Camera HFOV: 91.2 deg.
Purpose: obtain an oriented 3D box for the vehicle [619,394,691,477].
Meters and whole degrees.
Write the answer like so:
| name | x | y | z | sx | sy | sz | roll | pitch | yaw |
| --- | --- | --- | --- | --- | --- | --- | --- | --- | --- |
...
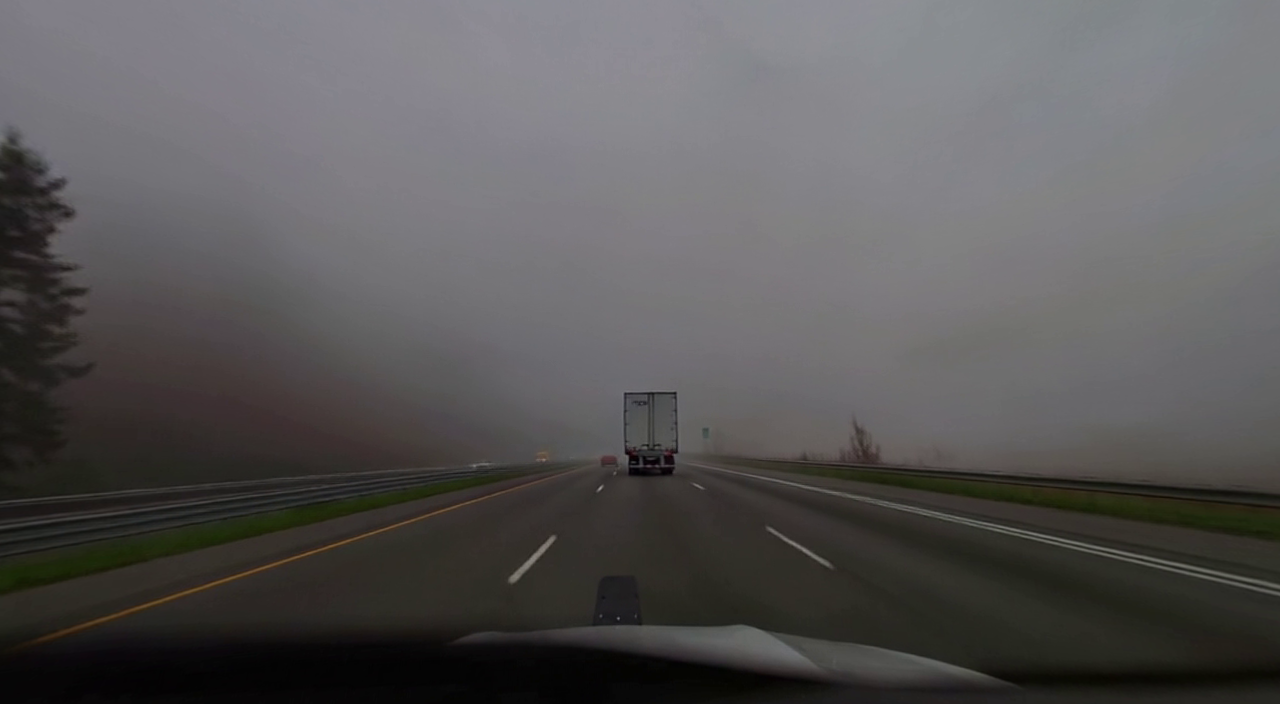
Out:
| name | x | y | z | sx | sy | sz | roll | pitch | yaw |
| --- | --- | --- | --- | --- | --- | --- | --- | --- | --- |
| vehicle | 0.807 | 5.439 | 39.618 | 3.537 | 4.071 | 17.399 | 0 | -9 | 1 |
